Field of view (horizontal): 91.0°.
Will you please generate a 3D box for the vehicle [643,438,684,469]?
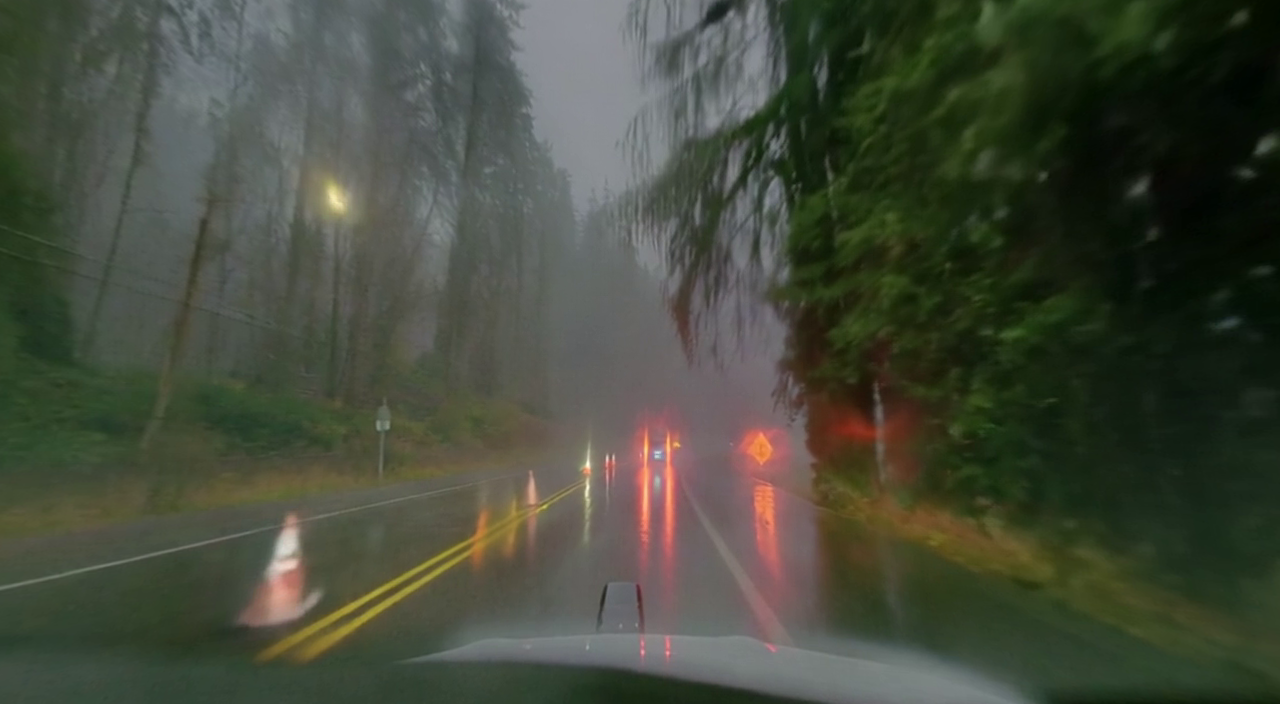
[{"bbox_3d":[1.245,5.254,32.720,2.042,1.489,3.963,0,-9,3],"label":"vehicle"}]
